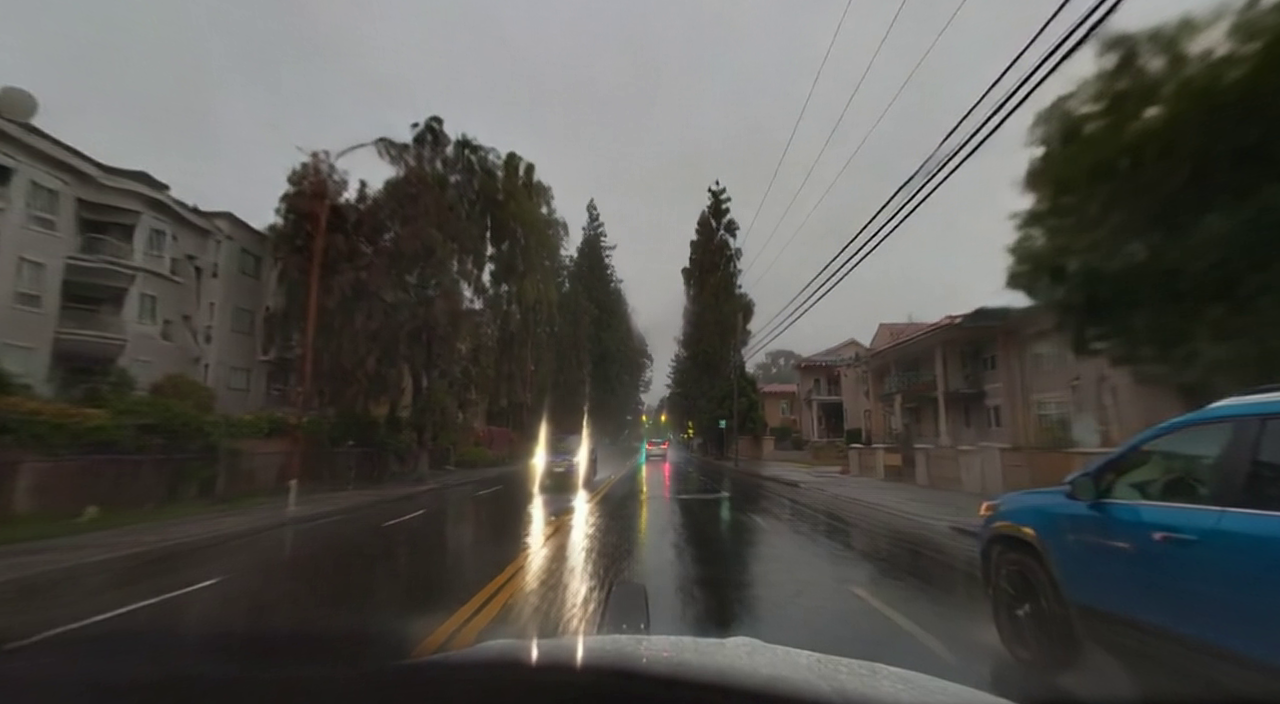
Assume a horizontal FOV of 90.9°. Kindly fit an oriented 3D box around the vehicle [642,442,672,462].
[{"bbox_3d":[1.222,7.495,47.489,2.097,1.463,4.043,0,-8,0],"label":"vehicle"}]

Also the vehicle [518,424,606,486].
[{"bbox_3d":[-2.735,3.840,23.825,2.469,2.023,5.896,0,-8,1],"label":"vehicle"}]

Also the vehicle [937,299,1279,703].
[{"bbox_3d":[3.395,0.779,2.496,2.130,1.863,4.844,0,-8,1],"label":"vehicle"}]

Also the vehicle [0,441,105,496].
[{"bbox_3d":[-20.505,3.728,20.469,4.134,1.655,2.225,1,-8,-3],"label":"vehicle"}]
